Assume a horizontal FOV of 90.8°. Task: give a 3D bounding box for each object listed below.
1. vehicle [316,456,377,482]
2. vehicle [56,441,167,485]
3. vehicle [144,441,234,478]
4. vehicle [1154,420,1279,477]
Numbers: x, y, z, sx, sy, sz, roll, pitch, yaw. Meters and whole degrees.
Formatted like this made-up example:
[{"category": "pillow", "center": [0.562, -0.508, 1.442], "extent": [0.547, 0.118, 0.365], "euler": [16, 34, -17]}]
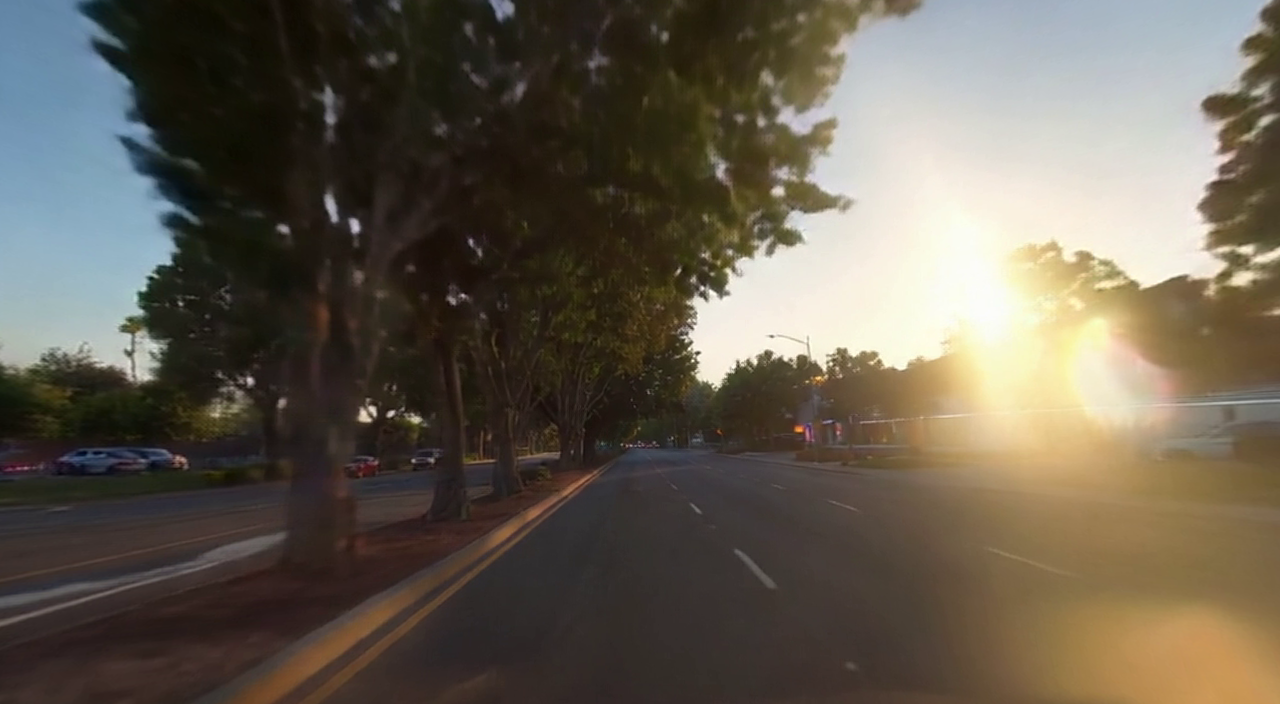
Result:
[{"category": "vehicle", "center": [-19.417, 7.722, 42.017], "extent": [2.012, 1.471, 4.613], "euler": [-2, -8, -2]}, {"category": "vehicle", "center": [-29.731, 6.157, 35.519], "extent": [5.630, 2.280, 2.513], "euler": [-4, -9, 26]}, {"category": "vehicle", "center": [-29.813, 7.058, 41.725], "extent": [5.867, 2.279, 2.342], "euler": [-5, -10, 28]}, {"category": "vehicle", "center": [21.313, 3.257, 21.291], "extent": [2.480, 1.766, 6.529], "euler": [0, -8, 0]}]
